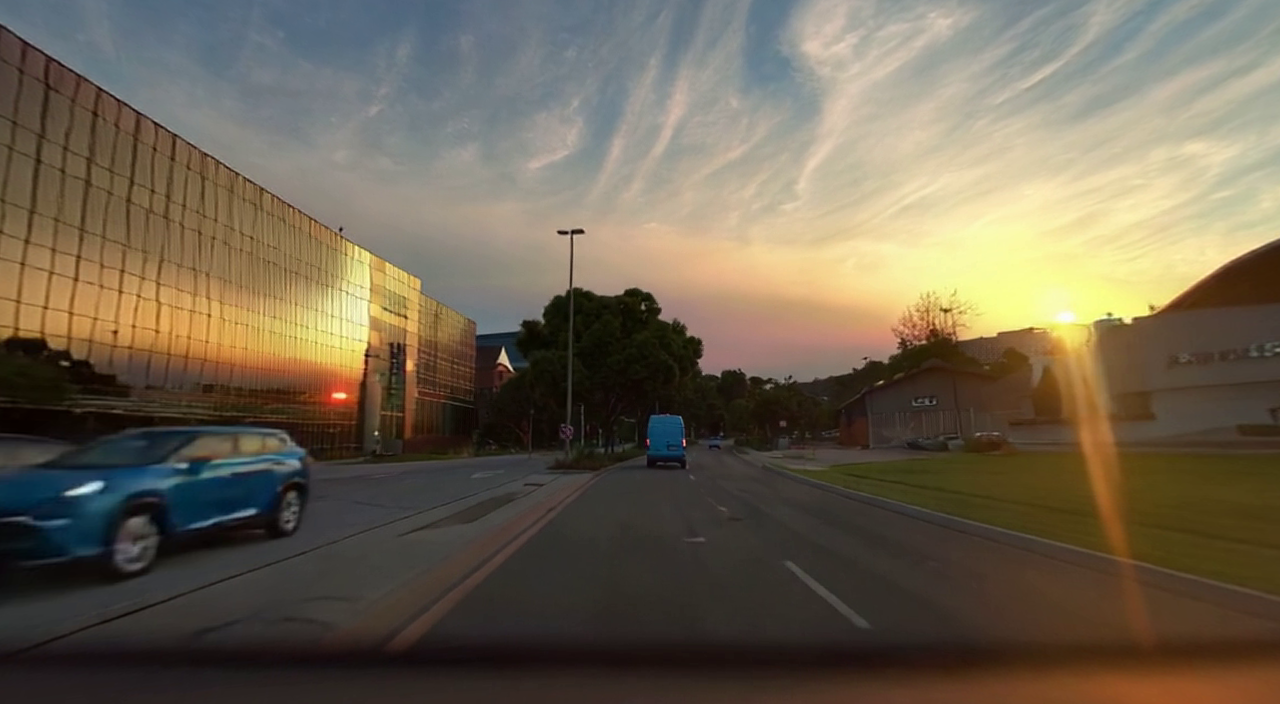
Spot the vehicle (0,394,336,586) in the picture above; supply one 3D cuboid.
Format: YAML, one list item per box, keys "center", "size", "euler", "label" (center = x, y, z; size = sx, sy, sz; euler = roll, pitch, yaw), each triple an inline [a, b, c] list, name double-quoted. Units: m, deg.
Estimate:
- center: [-5.685, 1.537, 7.631]
  size: [1.935, 1.633, 4.247]
  euler: [-1, -9, -1]
  label: "vehicle"

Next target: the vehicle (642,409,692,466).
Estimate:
- center: [1.539, 4.577, 33.789]
  size: [2.435, 2.816, 5.232]
  euler: [-1, -8, 5]
  label: "vehicle"
